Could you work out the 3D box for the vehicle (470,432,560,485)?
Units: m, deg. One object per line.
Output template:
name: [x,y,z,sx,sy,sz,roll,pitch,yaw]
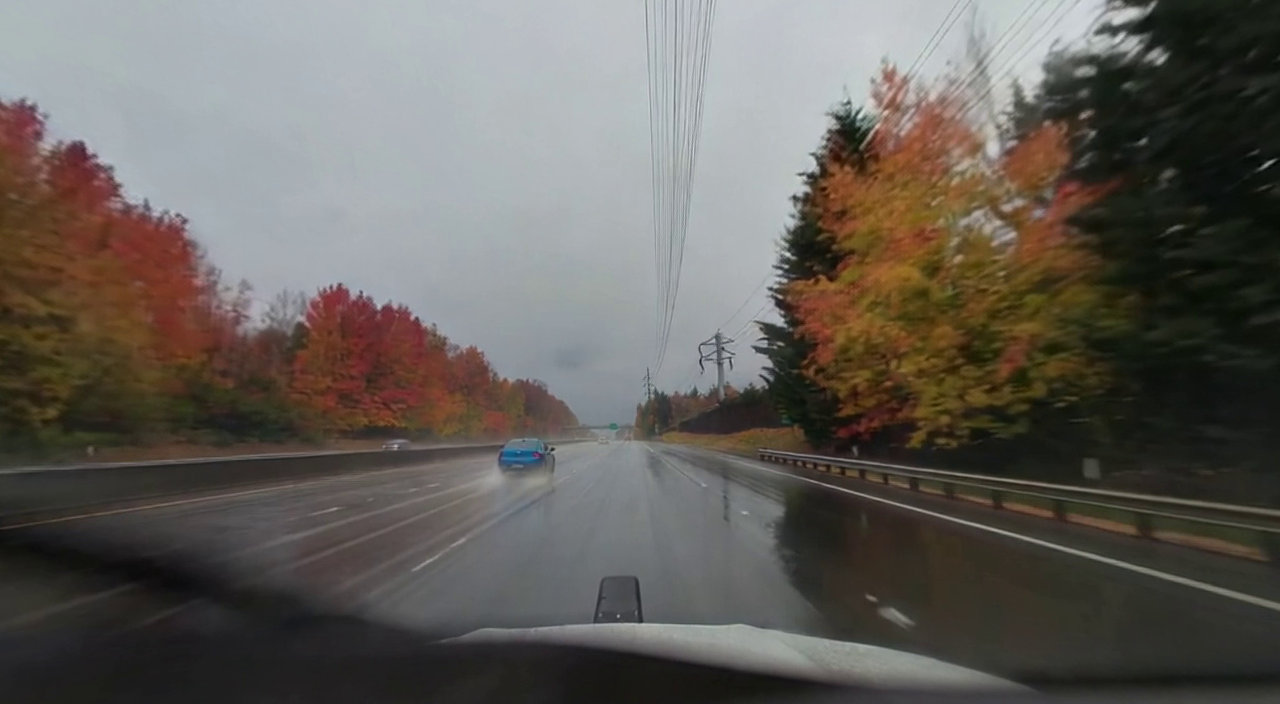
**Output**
vehicle: [-3.858,3.348,20.214,2.025,1.475,4.379,0,-8,-1]
